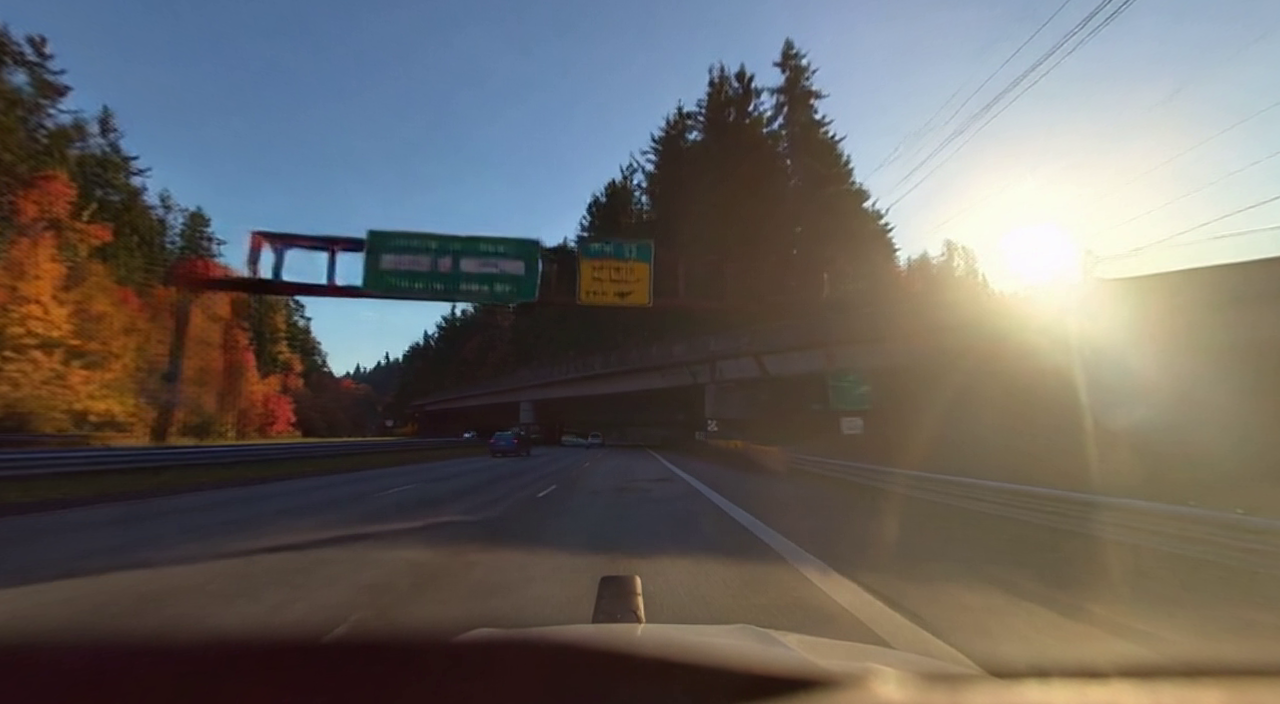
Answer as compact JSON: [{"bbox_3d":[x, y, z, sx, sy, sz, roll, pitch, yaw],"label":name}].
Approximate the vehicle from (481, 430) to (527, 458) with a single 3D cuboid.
[{"bbox_3d":[-8.584,5.812,40.066,1.987,1.677,4.580,0,-8,0],"label":"vehicle"}]
